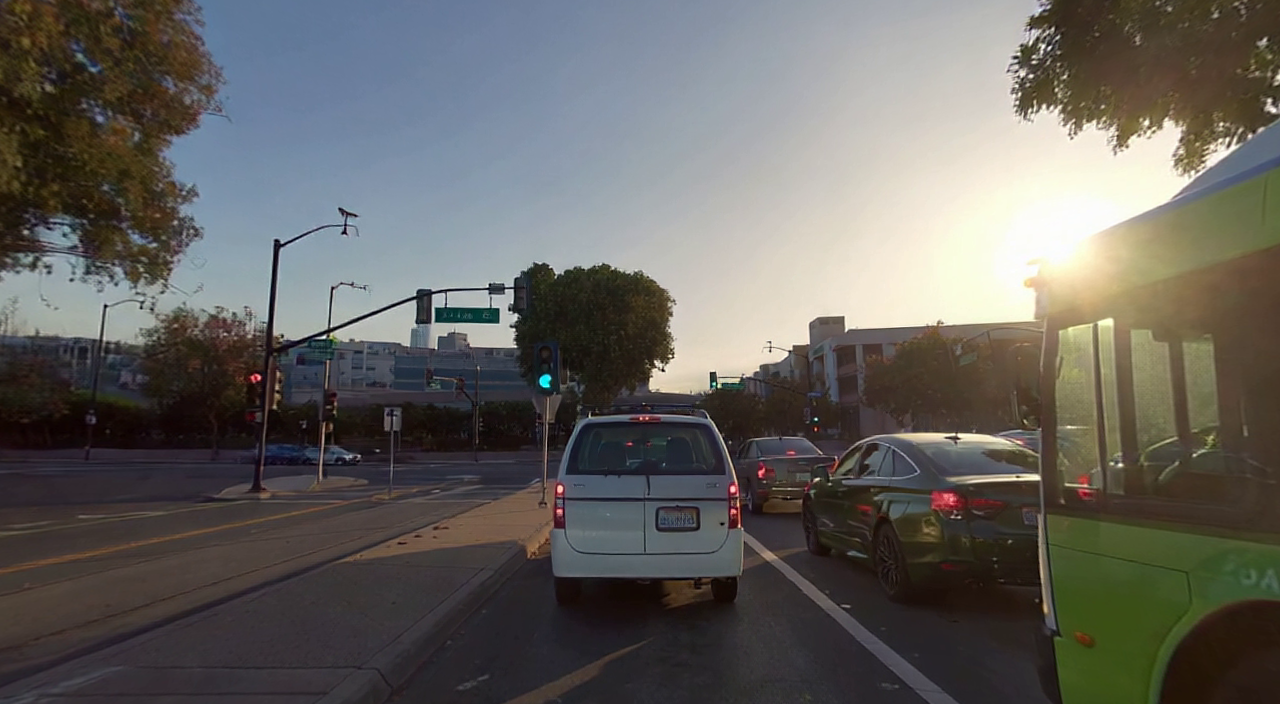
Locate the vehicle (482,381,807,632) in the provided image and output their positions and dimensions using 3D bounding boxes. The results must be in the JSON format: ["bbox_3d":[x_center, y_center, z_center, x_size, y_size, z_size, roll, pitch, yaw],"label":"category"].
[{"bbox_3d":[0.008,1.472,7.007,2.381,1.842,4.603,0,-8,-1],"label":"vehicle"}]

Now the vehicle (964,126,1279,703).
[{"bbox_3d":[2.610,0.315,0.427,2.037,2.065,5.037,0,-8,0],"label":"vehicle"}]

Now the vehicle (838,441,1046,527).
[{"bbox_3d":[5.974,2.635,13.226,1.987,1.457,4.675,0,-8,-1],"label":"vehicle"}]
